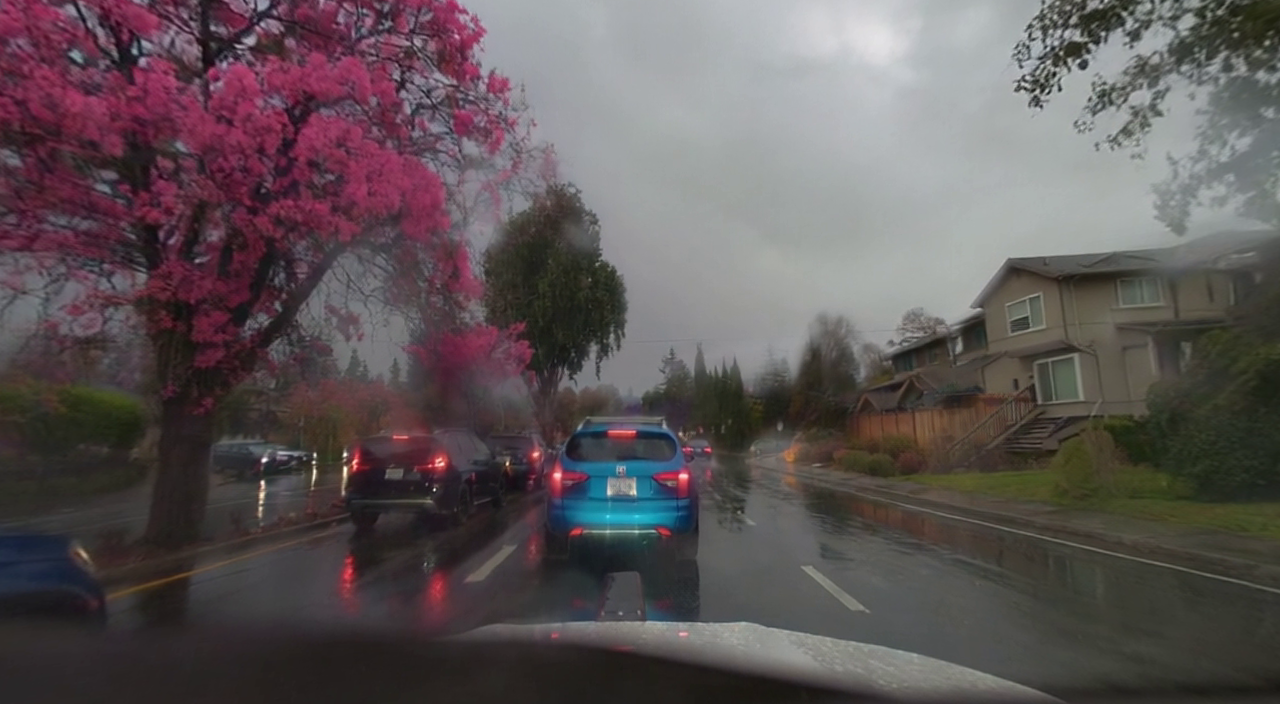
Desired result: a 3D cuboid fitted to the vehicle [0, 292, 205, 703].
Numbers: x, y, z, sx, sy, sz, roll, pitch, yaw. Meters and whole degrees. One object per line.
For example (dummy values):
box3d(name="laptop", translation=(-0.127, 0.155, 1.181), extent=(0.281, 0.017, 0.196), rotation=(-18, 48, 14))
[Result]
box3d(name="vehicle", translation=(-3.532, 0.545, 0.952), extent=(2.304, 1.928, 4.833), rotation=(0, -8, -1))

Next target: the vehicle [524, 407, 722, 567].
box3d(name="vehicle", translation=(-0.191, 1.747, 8.878), extent=(2.112, 1.693, 4.058), rotation=(0, -8, 0))

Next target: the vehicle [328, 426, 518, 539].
box3d(name="vehicle", translation=(-3.658, 2.269, 11.643), extent=(1.948, 1.668, 4.279), rotation=(0, -8, 0))

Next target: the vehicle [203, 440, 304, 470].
box3d(name="vehicle", translation=(-28.497, 7.591, 46.835), extent=(5.856, 2.096, 2.481), rotation=(3, -9, -18))
